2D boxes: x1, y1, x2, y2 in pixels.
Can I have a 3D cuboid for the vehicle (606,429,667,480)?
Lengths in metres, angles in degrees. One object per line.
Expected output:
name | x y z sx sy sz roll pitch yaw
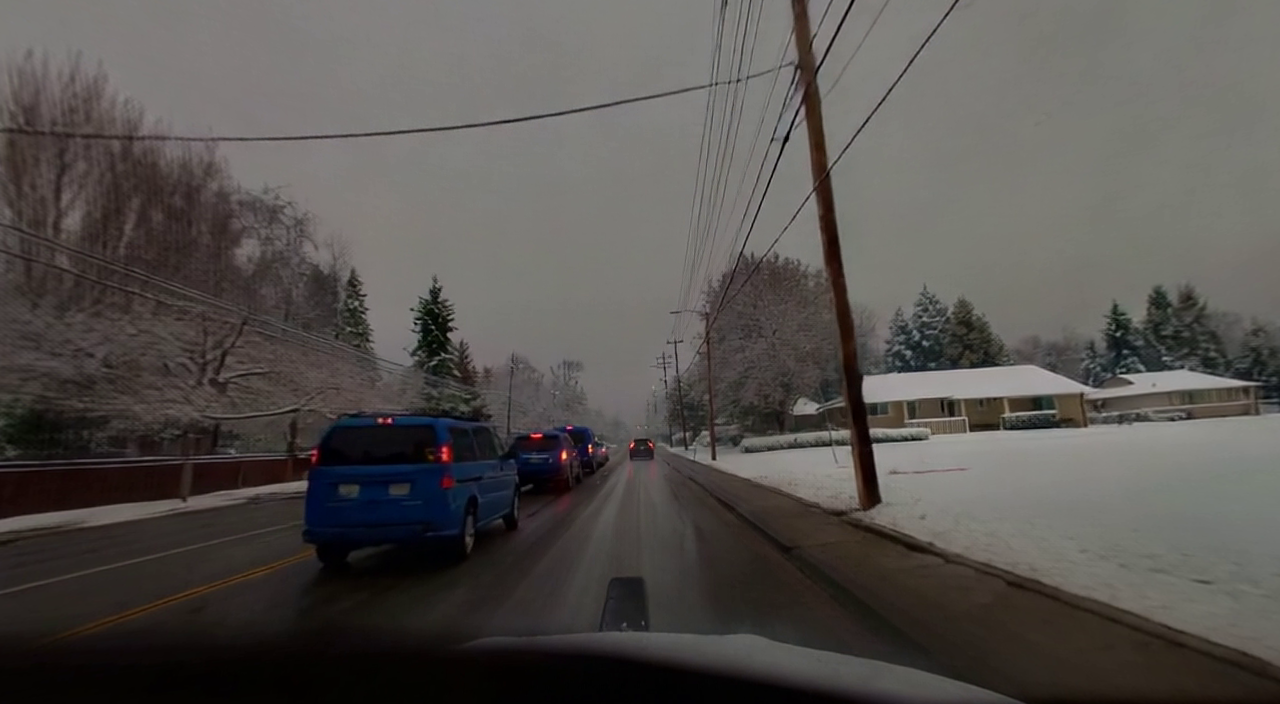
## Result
vehicle | -0.132 3.840 23.733 2.120 1.718 3.909 0 -9 0

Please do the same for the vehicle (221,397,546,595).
vehicle | -2.641 1.617 7.903 2.157 1.765 4.303 0 -9 1
